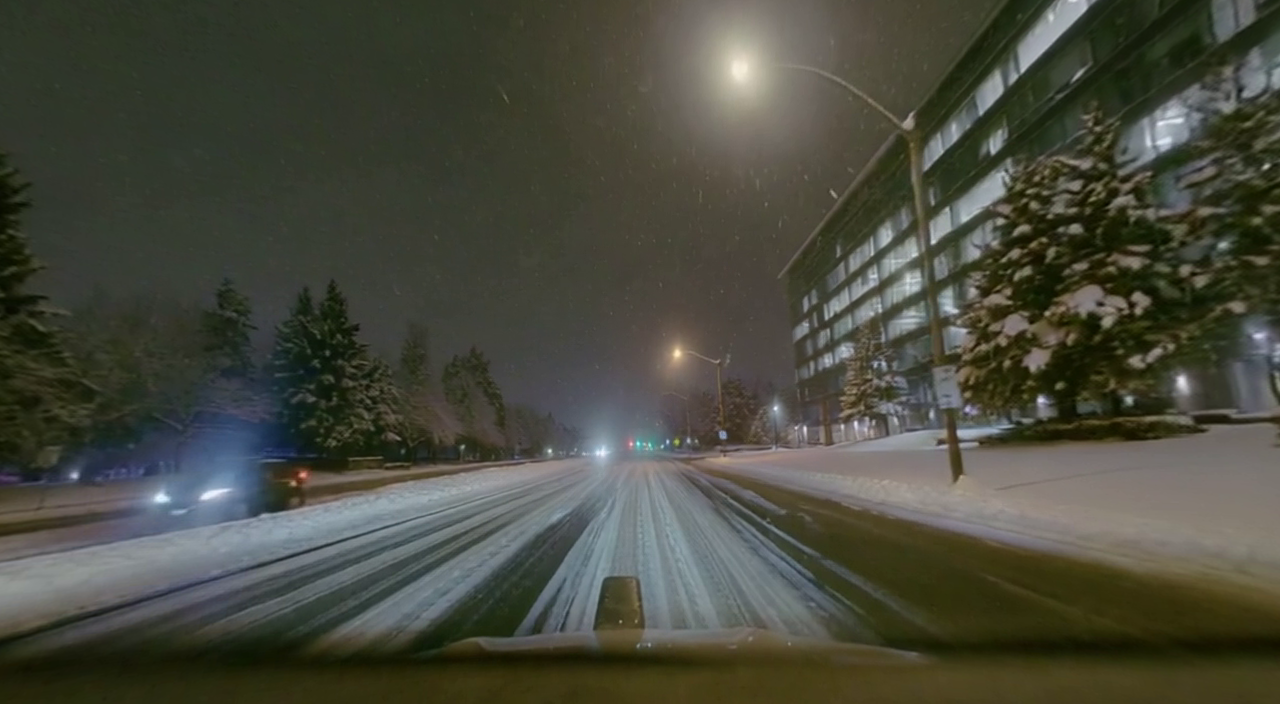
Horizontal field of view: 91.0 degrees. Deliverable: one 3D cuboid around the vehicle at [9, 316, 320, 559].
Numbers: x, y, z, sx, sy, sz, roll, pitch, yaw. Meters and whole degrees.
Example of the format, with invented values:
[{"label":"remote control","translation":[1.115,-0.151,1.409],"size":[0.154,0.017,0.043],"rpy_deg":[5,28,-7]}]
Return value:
[{"label":"vehicle","translation":[-7.528,1.408,10.554],"size":[2.837,3.274,3.013],"rpy_deg":[-4,-9,-3]}]
